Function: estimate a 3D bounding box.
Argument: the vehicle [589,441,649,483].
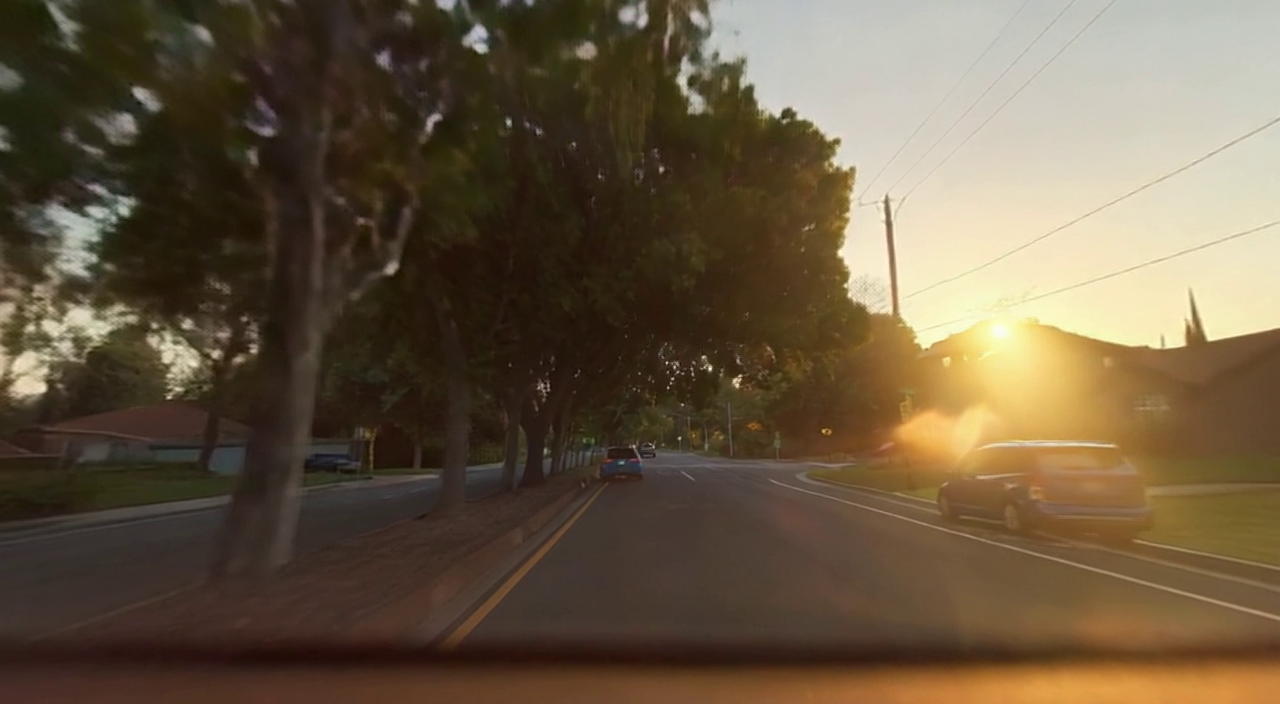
[{"bbox_3d":[-0.854,4.318,25.048,2.158,1.469,4.909,0,-9,-2],"label":"vehicle"}]

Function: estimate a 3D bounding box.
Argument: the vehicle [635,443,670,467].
[{"bbox_3d":[0.799,6.883,42.219,2.226,1.505,4.128,0,-9,0],"label":"vehicle"}]
